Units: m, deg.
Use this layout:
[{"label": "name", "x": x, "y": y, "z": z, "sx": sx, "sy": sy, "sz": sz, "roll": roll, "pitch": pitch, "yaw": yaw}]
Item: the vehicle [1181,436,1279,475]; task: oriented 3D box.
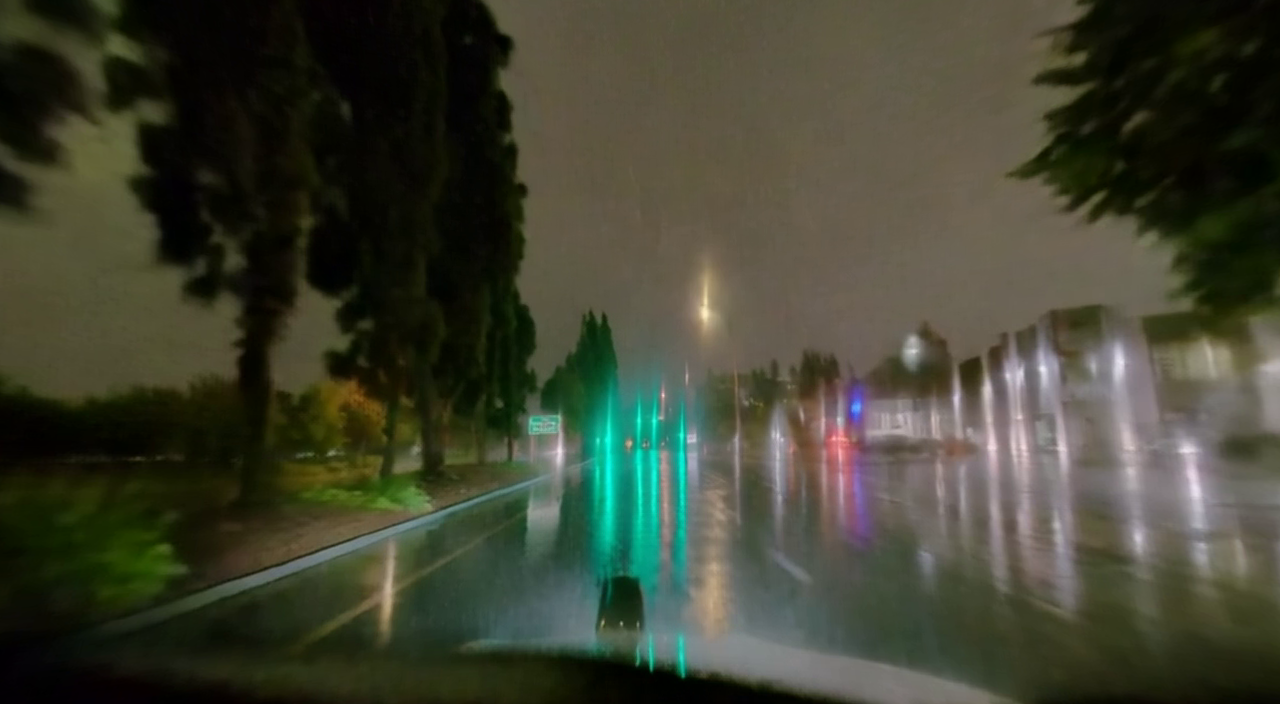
[{"label": "vehicle", "x": 24.575, "y": 4.185, "z": 25.701, "sx": 1.579, "sy": 1.419, "sz": 3.726, "roll": -2, "pitch": -9, "yaw": -4}]
